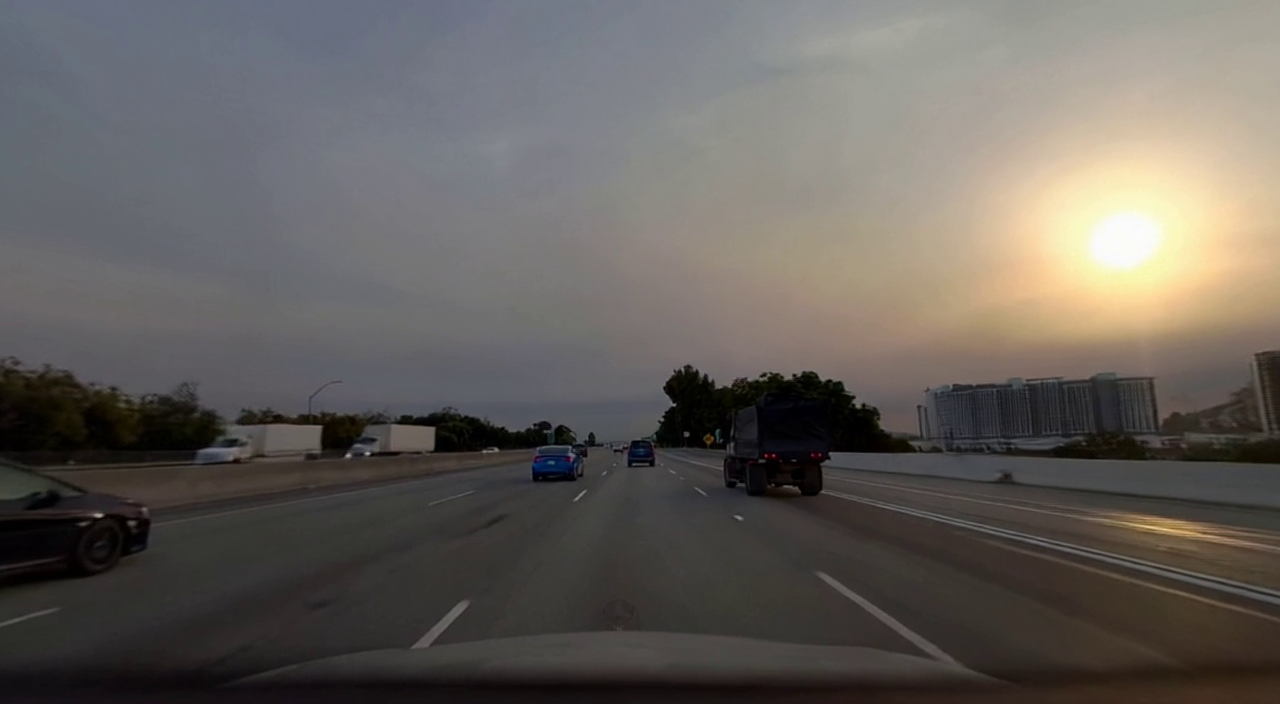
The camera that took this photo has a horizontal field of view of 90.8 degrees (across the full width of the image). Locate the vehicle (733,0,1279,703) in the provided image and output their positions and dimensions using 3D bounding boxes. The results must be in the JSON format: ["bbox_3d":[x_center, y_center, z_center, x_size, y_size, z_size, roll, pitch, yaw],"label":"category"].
[{"bbox_3d":[3.716,0.417,7.885,2.876,4.086,15.117,0,-9,0],"label":"vehicle"}]

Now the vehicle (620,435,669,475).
[{"bbox_3d":[0.184,4.994,30.857,2.203,1.805,4.358,0,-9,-1],"label":"vehicle"}]

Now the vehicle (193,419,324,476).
[{"bbox_3d":[-23.940,6.108,40.405,3.070,3.247,8.603,0,-9,-1],"label":"vehicle"}]

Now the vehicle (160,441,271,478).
[{"bbox_3d":[-20.106,5.086,30.227,2.082,1.605,4.641,0,-9,0],"label":"vehicle"}]

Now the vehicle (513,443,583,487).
[{"bbox_3d":[-3.143,3.968,22.517,1.864,1.406,4.544,0,-9,0],"label":"vehicle"}]

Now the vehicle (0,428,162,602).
[{"bbox_3d":[-6.471,1.301,4.823,2.053,1.464,4.600,0,-9,0],"label":"vehicle"}]
